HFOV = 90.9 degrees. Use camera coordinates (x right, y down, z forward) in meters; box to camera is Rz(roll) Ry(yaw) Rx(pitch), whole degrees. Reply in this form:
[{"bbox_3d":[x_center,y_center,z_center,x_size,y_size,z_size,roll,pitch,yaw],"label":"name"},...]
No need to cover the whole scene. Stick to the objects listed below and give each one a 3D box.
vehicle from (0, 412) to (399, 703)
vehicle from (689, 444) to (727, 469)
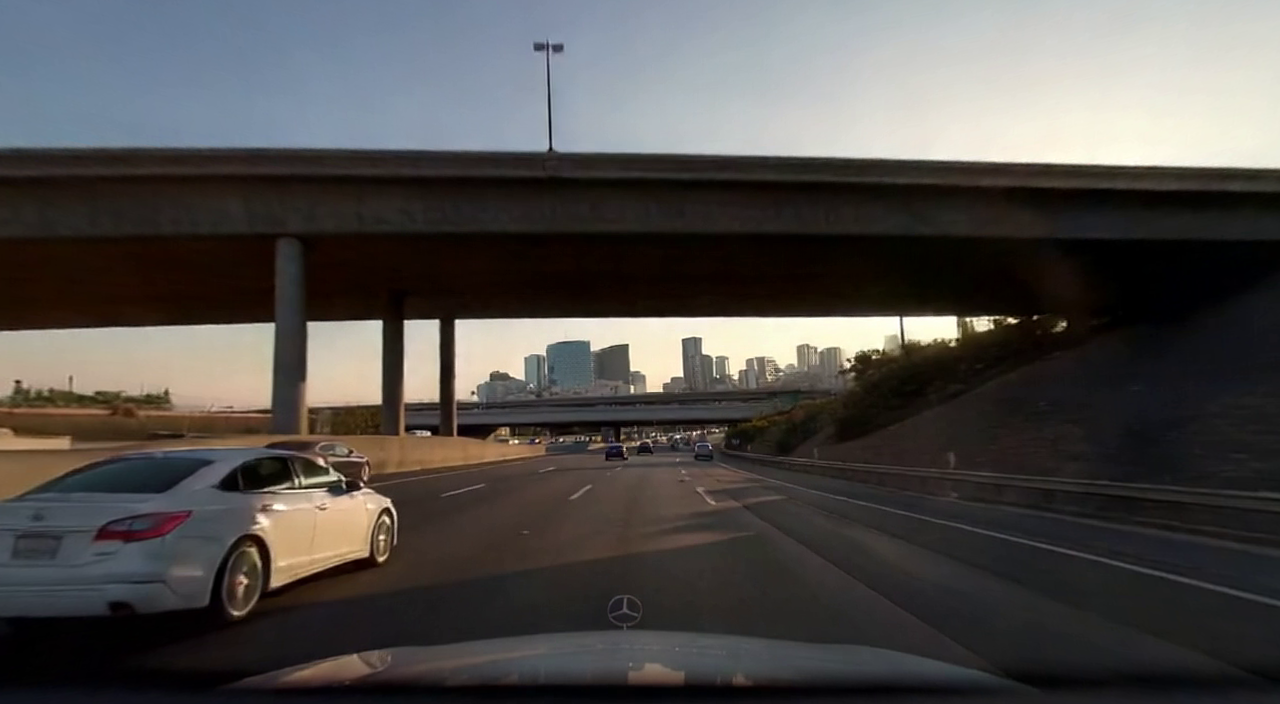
[{"bbox_3d":[-3.749,1.318,4.877,1.990,1.477,4.308,0,-8,1],"label":"vehicle"},{"bbox_3d":[4.295,6.680,40.584,2.059,1.509,4.670,0,-8,1],"label":"vehicle"}]
